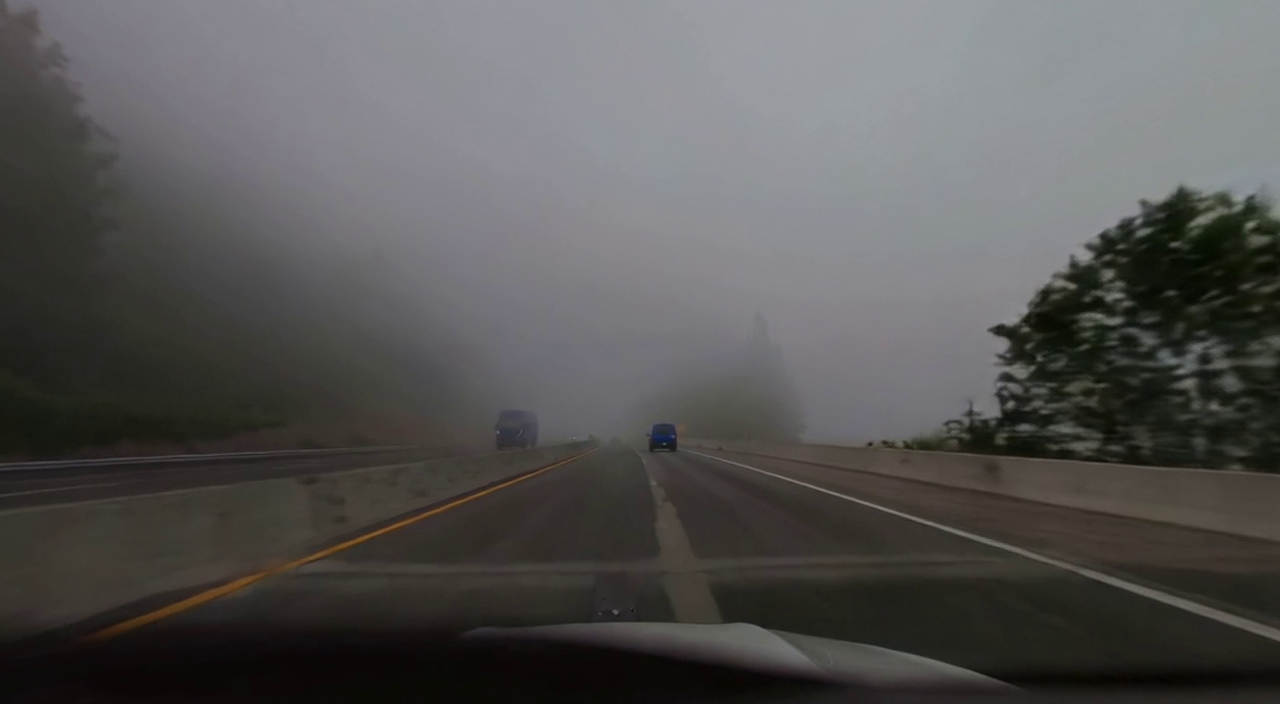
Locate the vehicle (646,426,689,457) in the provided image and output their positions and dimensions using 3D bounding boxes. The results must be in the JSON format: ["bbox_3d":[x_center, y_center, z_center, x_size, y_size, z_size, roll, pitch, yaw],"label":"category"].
[{"bbox_3d":[1.607,5.458,38.552,2.240,1.801,4.545,0,-8,-2],"label":"vehicle"}]
